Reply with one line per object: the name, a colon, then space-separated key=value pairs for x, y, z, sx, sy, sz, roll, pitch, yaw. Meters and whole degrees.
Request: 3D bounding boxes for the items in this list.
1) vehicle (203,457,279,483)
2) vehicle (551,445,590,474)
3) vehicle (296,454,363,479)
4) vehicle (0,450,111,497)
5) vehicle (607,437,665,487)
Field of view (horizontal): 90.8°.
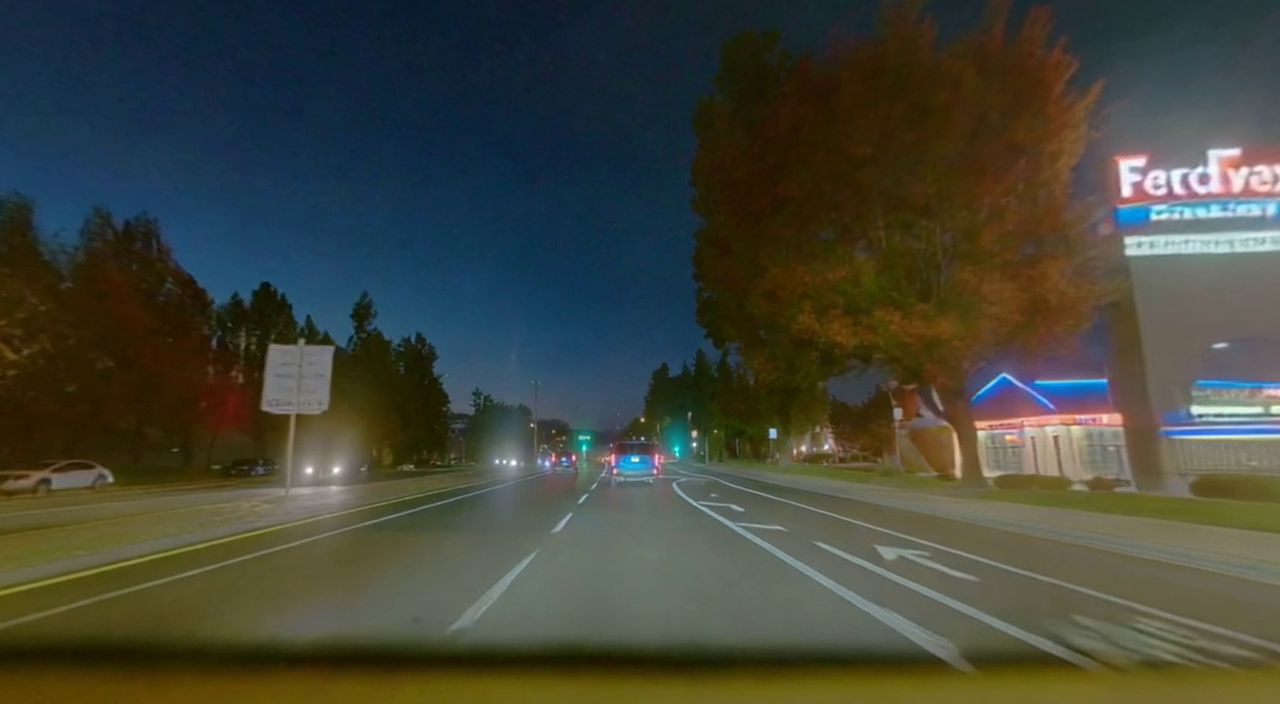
vehicle: x=-26.727 y=7.898 z=42.543 sx=1.955 sy=1.540 sz=5.041 roll=0 pitch=-9 yaw=-1
vehicle: x=-4.630 y=7.209 z=42.656 sx=2.202 sy=1.856 sz=4.516 roll=0 pitch=-9 yaw=-1
vehicle: x=-20.774 y=7.666 z=42.571 sx=2.004 sy=1.546 sz=5.015 roll=0 pitch=-9 yaw=-1
vehicle: x=-26.118 y=5.181 z=27.446 sx=2.111 sy=1.839 sz=4.932 roll=0 pitch=-9 yaw=-2
vehicle: x=-0.228 y=4.656 z=27.097 sx=2.273 sy=1.909 sz=5.075 roll=0 pitch=-9 yaw=-2
